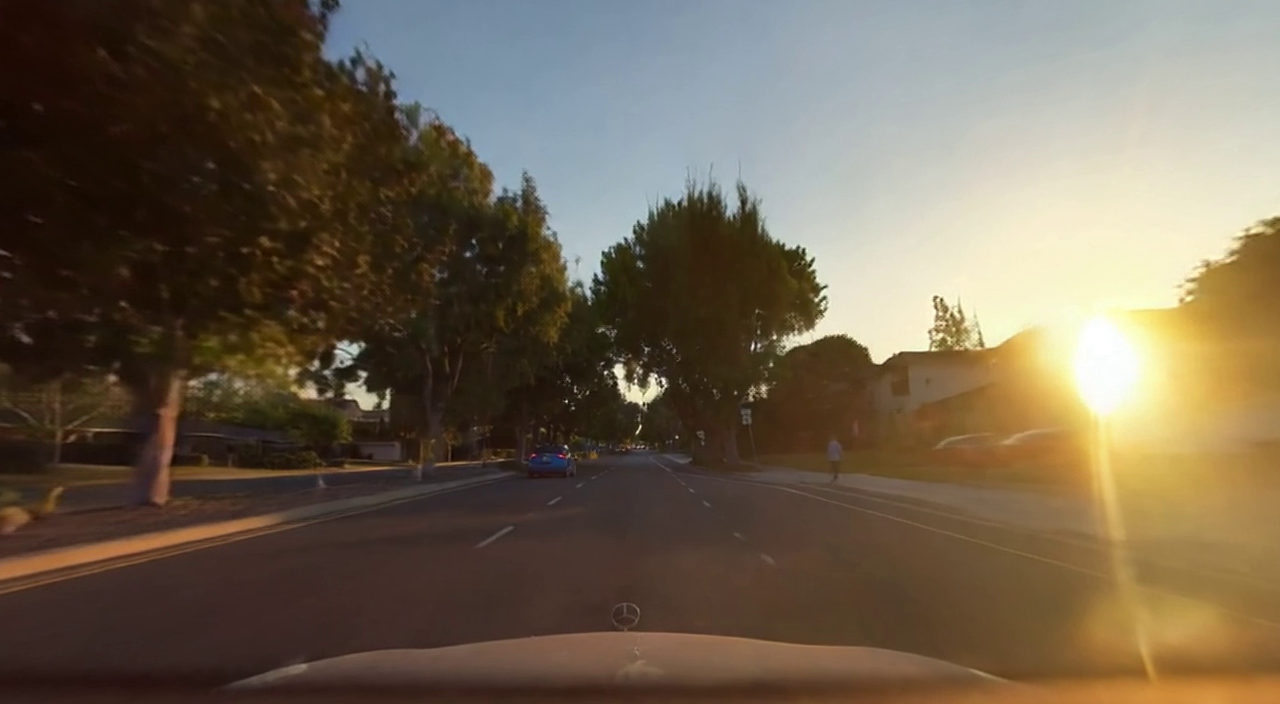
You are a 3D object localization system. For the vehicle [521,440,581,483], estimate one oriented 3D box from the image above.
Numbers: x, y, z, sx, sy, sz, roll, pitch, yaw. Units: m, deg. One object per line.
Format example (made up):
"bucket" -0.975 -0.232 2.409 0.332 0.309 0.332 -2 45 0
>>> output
"vehicle" -3.854 4.800 28.085 1.993 1.733 4.262 0 -9 1
